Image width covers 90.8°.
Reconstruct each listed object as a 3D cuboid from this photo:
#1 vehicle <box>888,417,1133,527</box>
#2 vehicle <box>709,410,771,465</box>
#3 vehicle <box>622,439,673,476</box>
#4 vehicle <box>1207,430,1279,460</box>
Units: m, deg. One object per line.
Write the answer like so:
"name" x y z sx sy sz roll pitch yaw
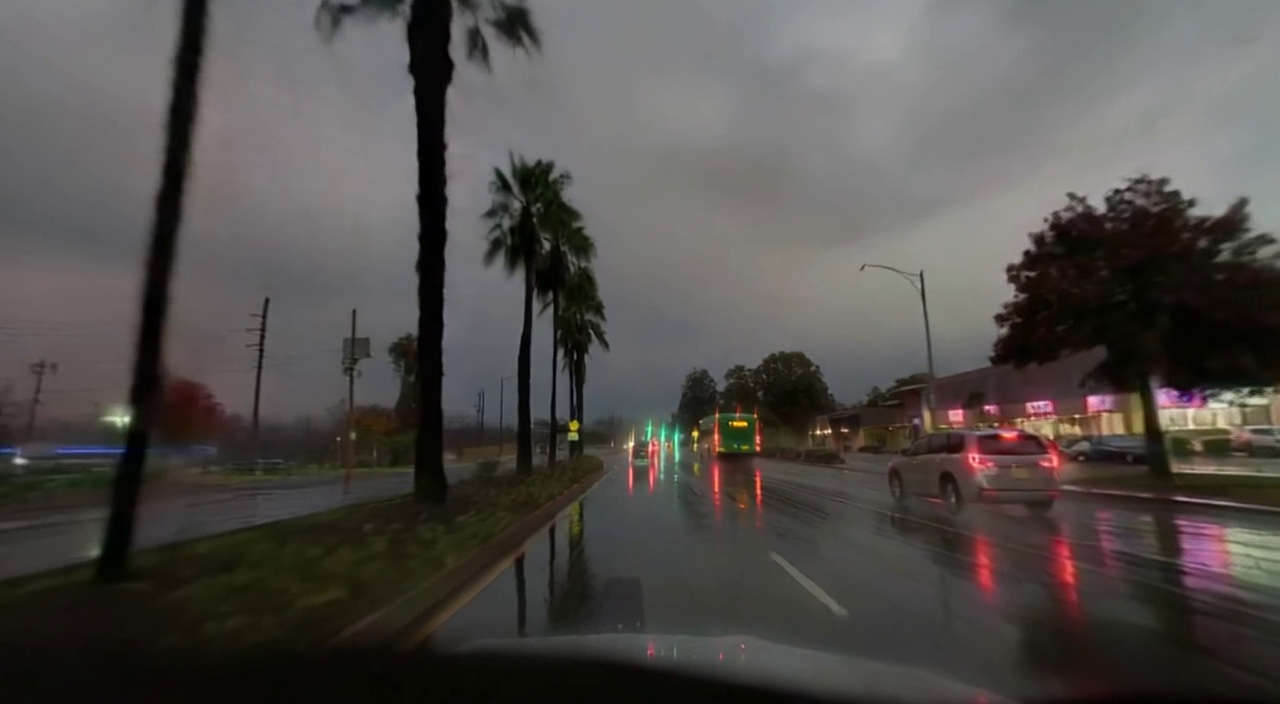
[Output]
"vehicle" 6.506 2.151 11.814 2.031 1.670 4.154 0 -9 0
"vehicle" 6.766 6.059 44.244 2.795 3.383 9.287 0 -9 0
"vehicle" 0.285 4.609 27.692 2.065 1.477 4.306 0 -9 0
"vehicle" 35.584 5.310 36.075 1.908 1.637 4.765 -2 -9 0
